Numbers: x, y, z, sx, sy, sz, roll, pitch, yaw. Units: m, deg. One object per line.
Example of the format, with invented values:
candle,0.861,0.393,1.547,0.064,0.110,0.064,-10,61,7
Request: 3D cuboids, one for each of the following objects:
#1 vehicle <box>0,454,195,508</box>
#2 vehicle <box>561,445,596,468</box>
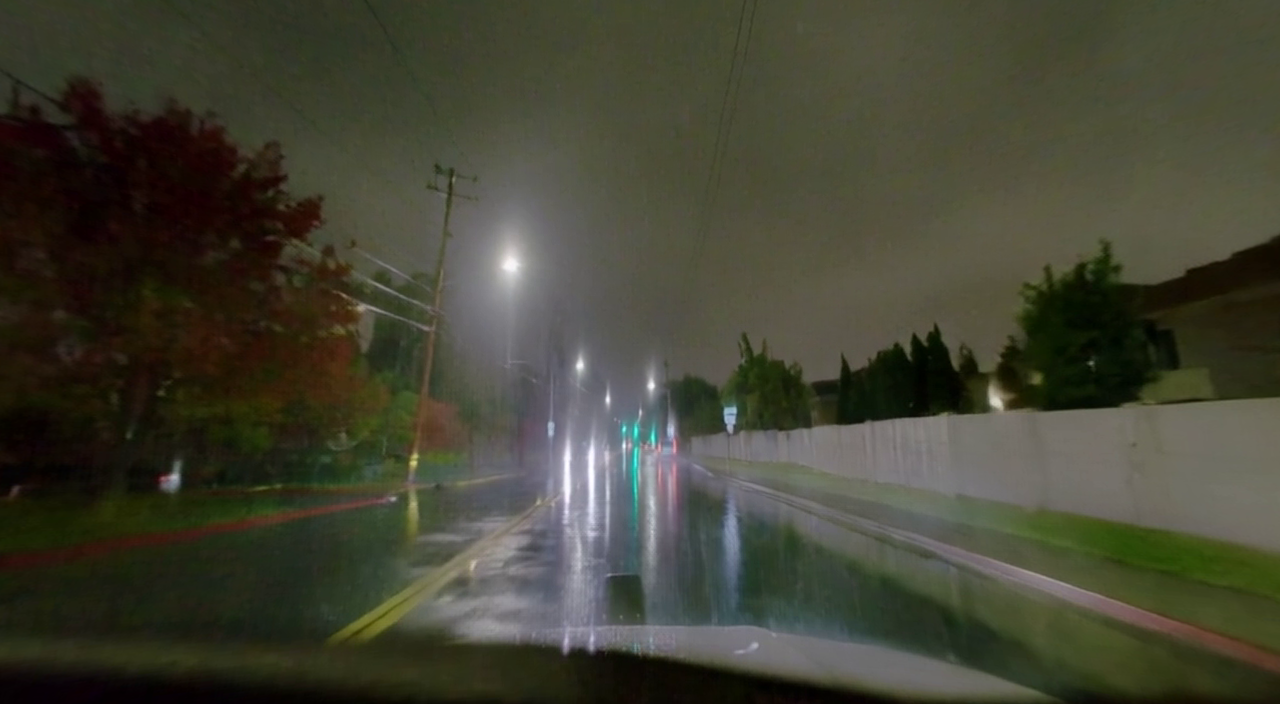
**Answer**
vehicle,-18.575,4.383,21.663,4.874,1.675,2.197,0,-8,-1
vehicle,-4.049,6.979,42.324,1.959,1.473,4.115,0,-9,0
